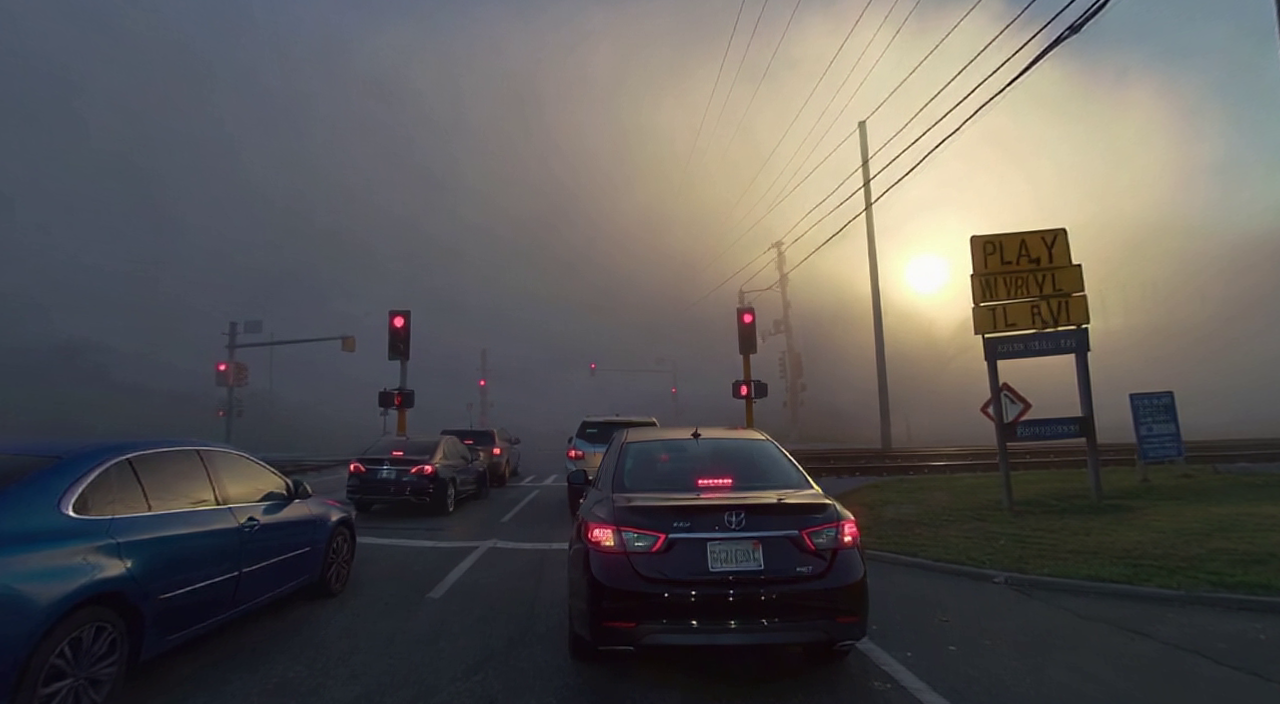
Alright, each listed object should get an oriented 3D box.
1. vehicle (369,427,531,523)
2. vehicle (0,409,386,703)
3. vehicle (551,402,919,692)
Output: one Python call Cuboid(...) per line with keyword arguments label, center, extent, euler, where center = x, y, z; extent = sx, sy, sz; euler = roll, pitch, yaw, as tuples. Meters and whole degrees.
Cuboid(label="vehicle", center=(-3.370, 2.260, 12.080), extent=(1.984, 1.505, 3.982), euler=(0, -9, -2))
Cuboid(label="vehicle", center=(-3.716, 1.249, 4.451), extent=(1.956, 1.468, 4.585), euler=(0, -9, 0))
Cuboid(label="vehicle", center=(0.402, 1.338, 5.458), extent=(1.998, 1.529, 3.960), euler=(1, -9, -4))
